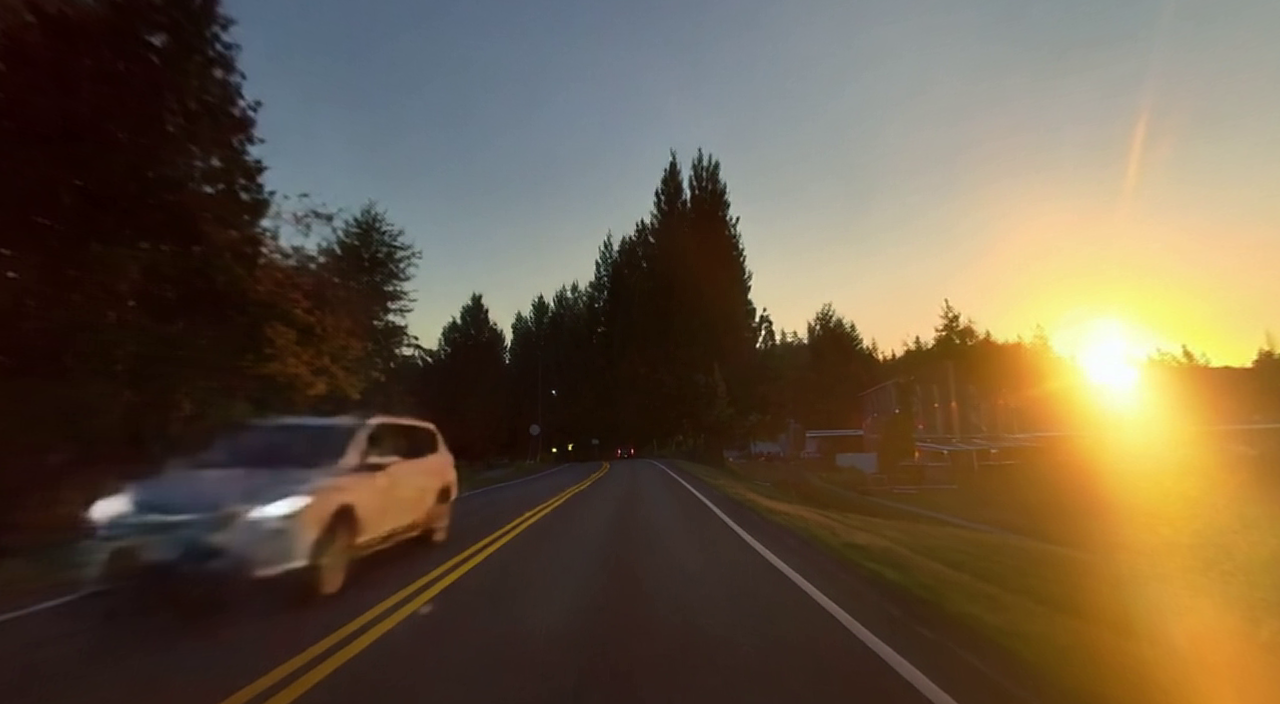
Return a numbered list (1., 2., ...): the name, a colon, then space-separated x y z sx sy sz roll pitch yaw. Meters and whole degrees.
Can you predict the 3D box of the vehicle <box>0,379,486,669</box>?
1. vehicle: -3.895 1.625 7.492 2.531 1.923 6.417 0 -9 0
